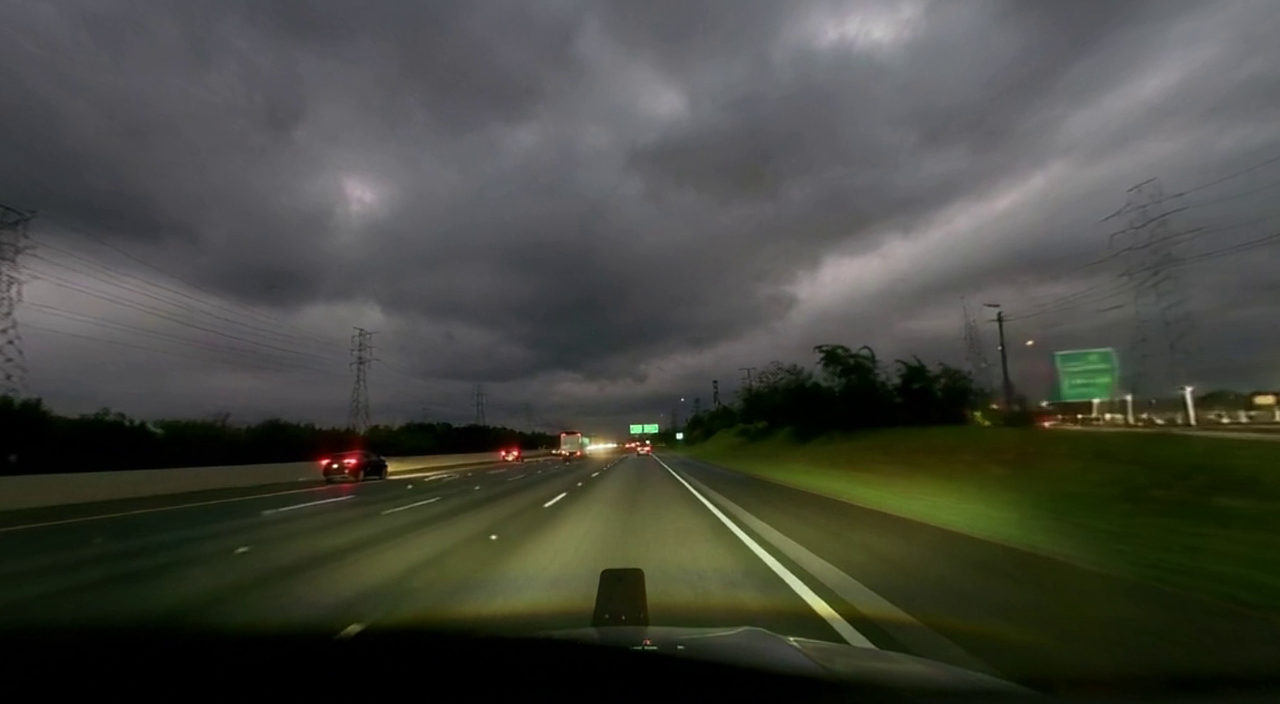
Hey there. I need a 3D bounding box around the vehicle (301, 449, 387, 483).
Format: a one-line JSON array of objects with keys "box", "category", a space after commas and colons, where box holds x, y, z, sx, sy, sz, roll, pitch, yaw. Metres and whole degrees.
[{"box": [-14.217, 5.491, 30.626, 1.988, 1.477, 4.442, 0, -8, 1], "category": "vehicle"}]
